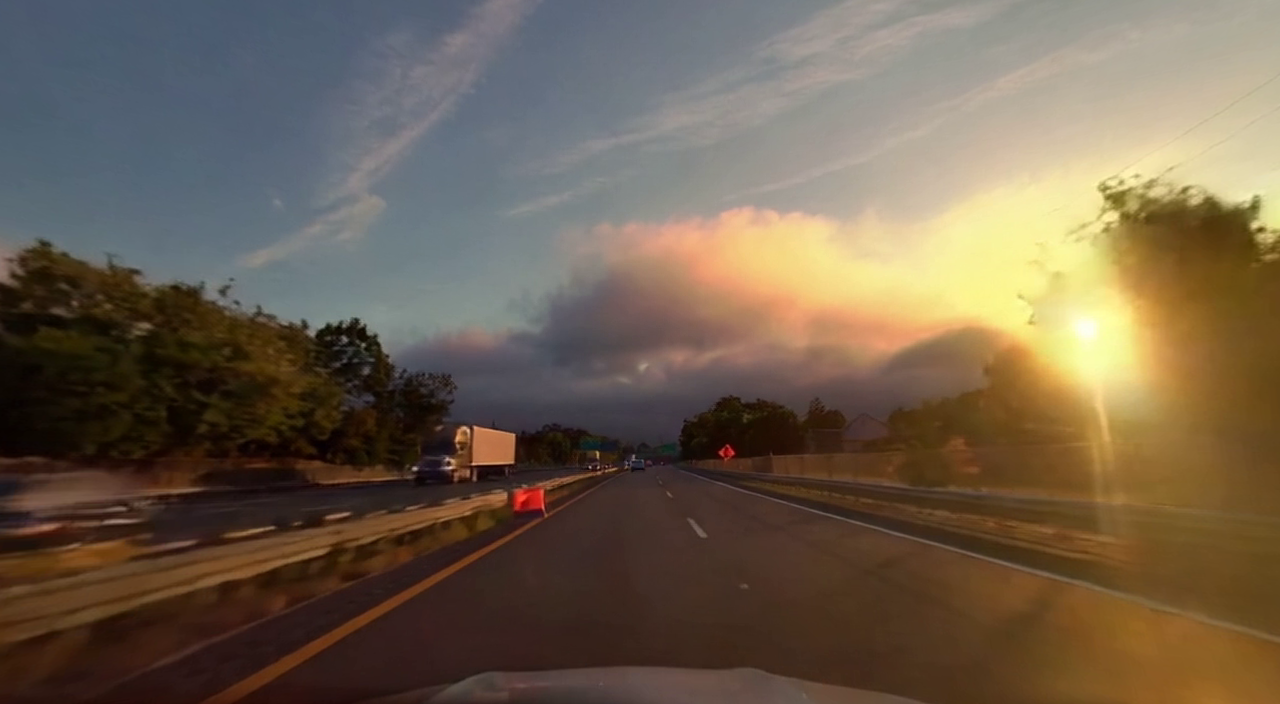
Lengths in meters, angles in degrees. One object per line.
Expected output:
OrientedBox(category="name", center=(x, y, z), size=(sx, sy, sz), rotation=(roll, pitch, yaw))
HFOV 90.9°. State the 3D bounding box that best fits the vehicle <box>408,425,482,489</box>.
OrientedBox(category="vehicle", center=(-13.126, 7.188, 43.096), size=(2.963, 3.991, 5.854), rotation=(1, -10, 1))
